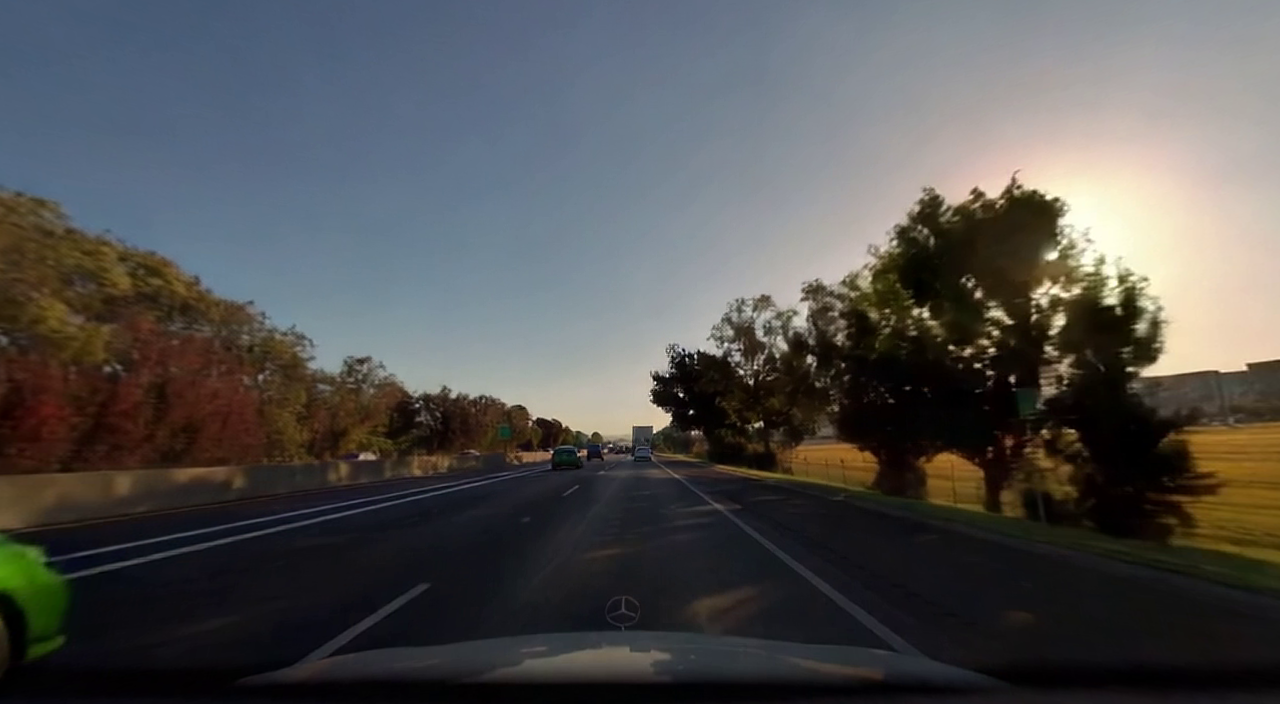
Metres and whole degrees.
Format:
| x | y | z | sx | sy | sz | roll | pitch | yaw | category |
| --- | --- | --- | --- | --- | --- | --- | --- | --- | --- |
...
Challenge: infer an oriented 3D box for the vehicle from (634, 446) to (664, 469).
| x | y | z | sx | sy | sz | roll | pitch | yaw | category |
| --- | --- | --- | --- | --- | --- | --- | --- | --- | --- |
| 0.607 | 7.569 | 45.379 | 1.992 | 1.593 | 3.937 | 0 | -9 | -1 | vehicle |

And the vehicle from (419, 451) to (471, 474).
| x | y | z | sx | sy | sz | roll | pitch | yaw | category |
| --- | --- | --- | --- | --- | --- | --- | --- | --- | --- |
| -12.944 | 7.344 | 42.179 | 2.077 | 1.478 | 4.354 | 0 | -9 | 0 | vehicle |

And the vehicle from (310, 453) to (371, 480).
| x | y | z | sx | sy | sz | roll | pitch | yaw | category |
| --- | --- | --- | --- | --- | --- | --- | --- | --- | --- |
| -17.106 | 6.561 | 36.238 | 1.823 | 1.427 | 3.450 | 0 | -9 | 0 | vehicle |

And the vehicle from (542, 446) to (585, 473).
| x | y | z | sx | sy | sz | roll | pitch | yaw | category |
| --- | --- | --- | --- | --- | --- | --- | --- | --- | --- |
| -4.616 | 6.531 | 38.480 | 2.172 | 1.548 | 3.953 | 0 | -9 | 0 | vehicle |
